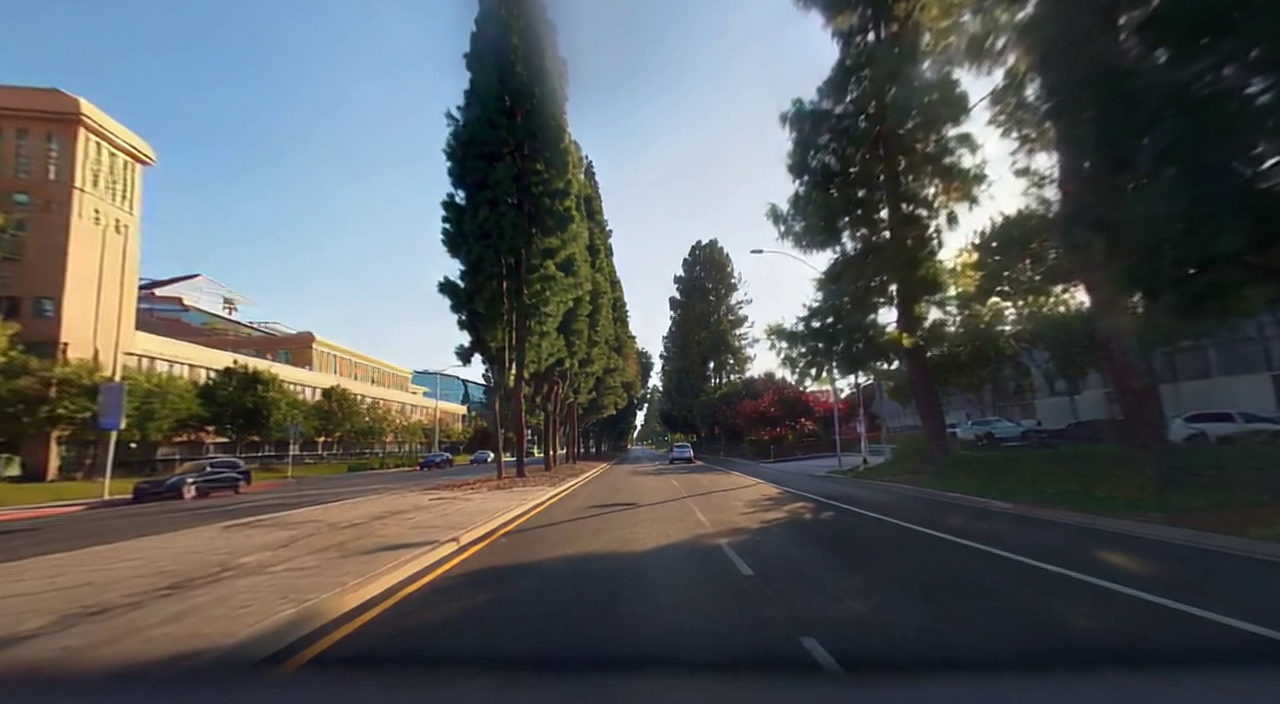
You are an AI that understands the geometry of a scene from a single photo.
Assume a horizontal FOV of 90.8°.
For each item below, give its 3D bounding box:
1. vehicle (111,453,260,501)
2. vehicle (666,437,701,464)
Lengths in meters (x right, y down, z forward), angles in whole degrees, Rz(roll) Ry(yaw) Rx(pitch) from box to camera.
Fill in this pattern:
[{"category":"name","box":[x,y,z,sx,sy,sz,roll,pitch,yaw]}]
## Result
[{"category":"vehicle","box":[-17.018,4.666,24.037,1.973,1.536,4.871,0,-8,1]},{"category":"vehicle","box":[3.085,7.147,46.135,2.085,1.828,5.383,0,-8,-1]}]
